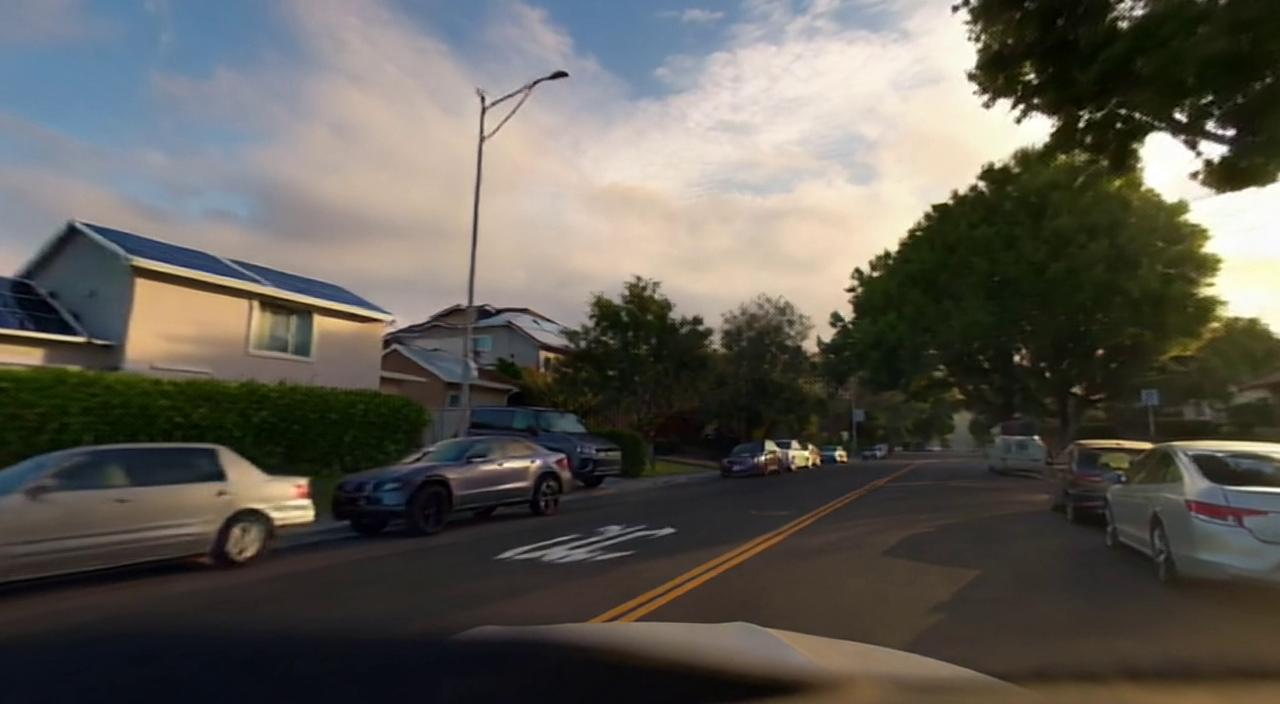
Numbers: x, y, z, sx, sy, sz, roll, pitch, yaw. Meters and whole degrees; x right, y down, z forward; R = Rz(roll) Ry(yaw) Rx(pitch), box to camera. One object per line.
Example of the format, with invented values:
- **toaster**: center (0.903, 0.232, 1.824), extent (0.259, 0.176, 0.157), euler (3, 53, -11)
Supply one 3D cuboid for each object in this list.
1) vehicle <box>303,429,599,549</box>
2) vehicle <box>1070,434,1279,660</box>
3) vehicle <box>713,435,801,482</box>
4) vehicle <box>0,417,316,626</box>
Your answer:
- **vehicle**: center (-2.692, 2.014, 10.197), extent (1.848, 1.406, 4.601), euler (-6, -9, 28)
- **vehicle**: center (5.750, 1.557, 6.121), extent (1.969, 1.478, 4.632), euler (-4, -8, 27)
- **vehicle**: center (4.558, 3.987, 23.887), extent (1.901, 1.472, 4.676), euler (-8, -10, 26)
- **vehicle**: center (-5.190, 1.370, 5.444), extent (1.805, 1.488, 3.838), euler (-5, -10, 27)
